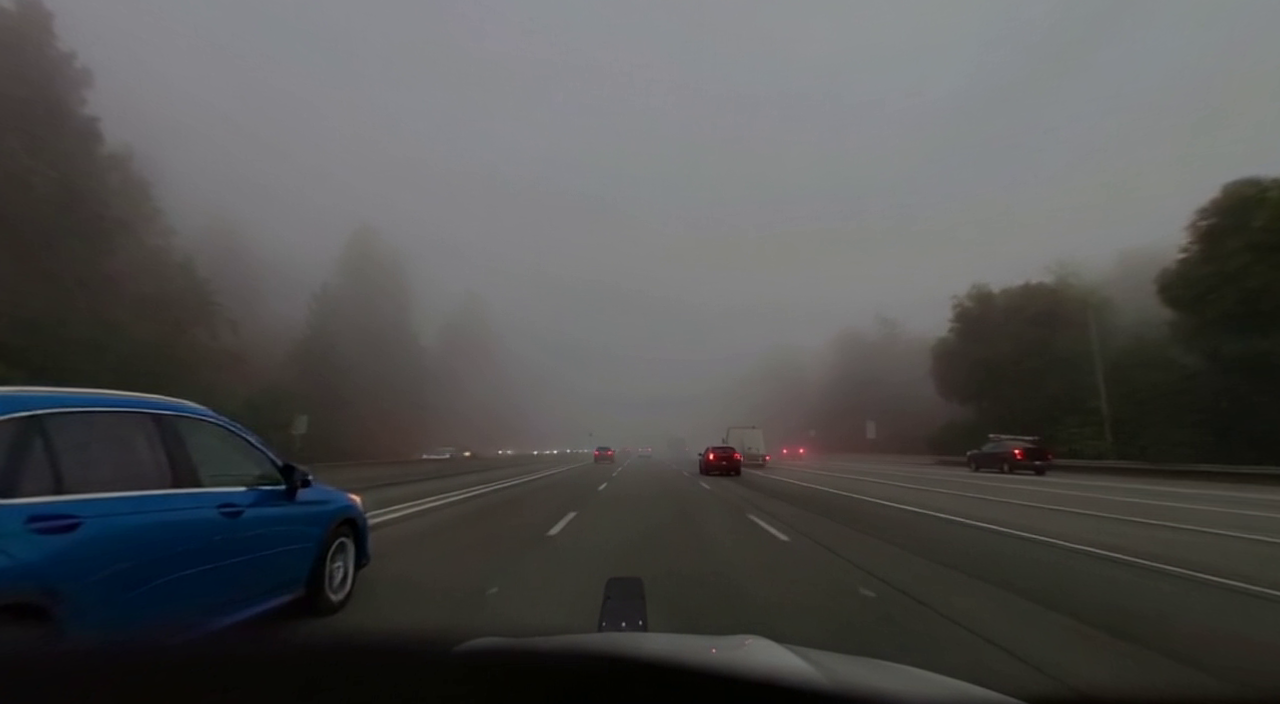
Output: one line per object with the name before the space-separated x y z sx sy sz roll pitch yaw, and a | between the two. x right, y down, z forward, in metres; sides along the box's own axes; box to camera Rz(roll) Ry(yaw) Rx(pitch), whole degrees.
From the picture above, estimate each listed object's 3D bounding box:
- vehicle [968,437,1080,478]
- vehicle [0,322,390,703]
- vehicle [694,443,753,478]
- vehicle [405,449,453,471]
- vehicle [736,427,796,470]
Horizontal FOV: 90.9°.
vehicle | 20.669 5.685 34.360 2.221 1.995 5.803 0 -9 -3
vehicle | -3.438 0.899 3.083 2.218 1.764 5.229 0 -9 1
vehicle | 3.800 5.044 29.567 2.080 1.493 4.674 0 -9 -1
vehicle | -15.648 8.022 47.064 1.962 1.475 4.521 0 -9 1
vehicle | 8.055 6.252 40.907 2.729 2.628 4.875 0 -9 -2
